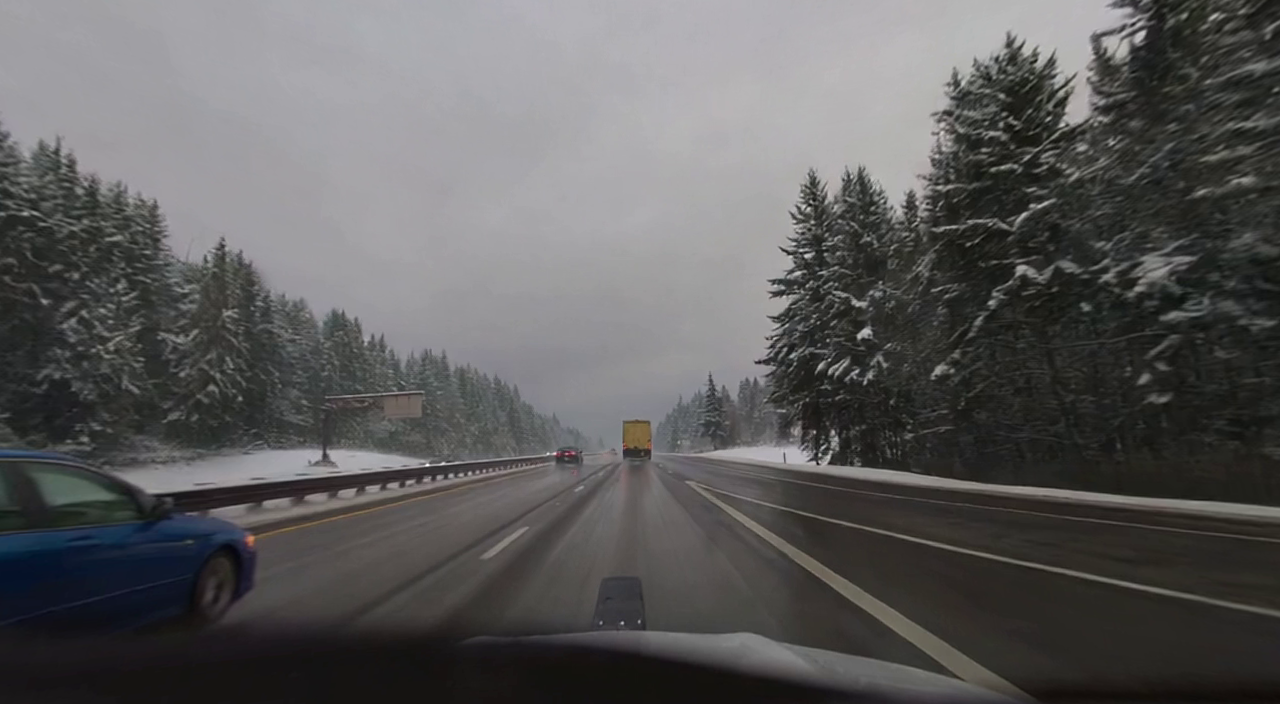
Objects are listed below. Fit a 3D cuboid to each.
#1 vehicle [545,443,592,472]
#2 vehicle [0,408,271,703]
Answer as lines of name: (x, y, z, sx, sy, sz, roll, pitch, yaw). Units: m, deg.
vehicle: (-4.281, 6.358, 38.280, 2.311, 1.655, 4.382, 0, -9, 1)
vehicle: (-3.752, 0.960, 2.450, 1.916, 1.506, 4.476, 0, -9, 0)
